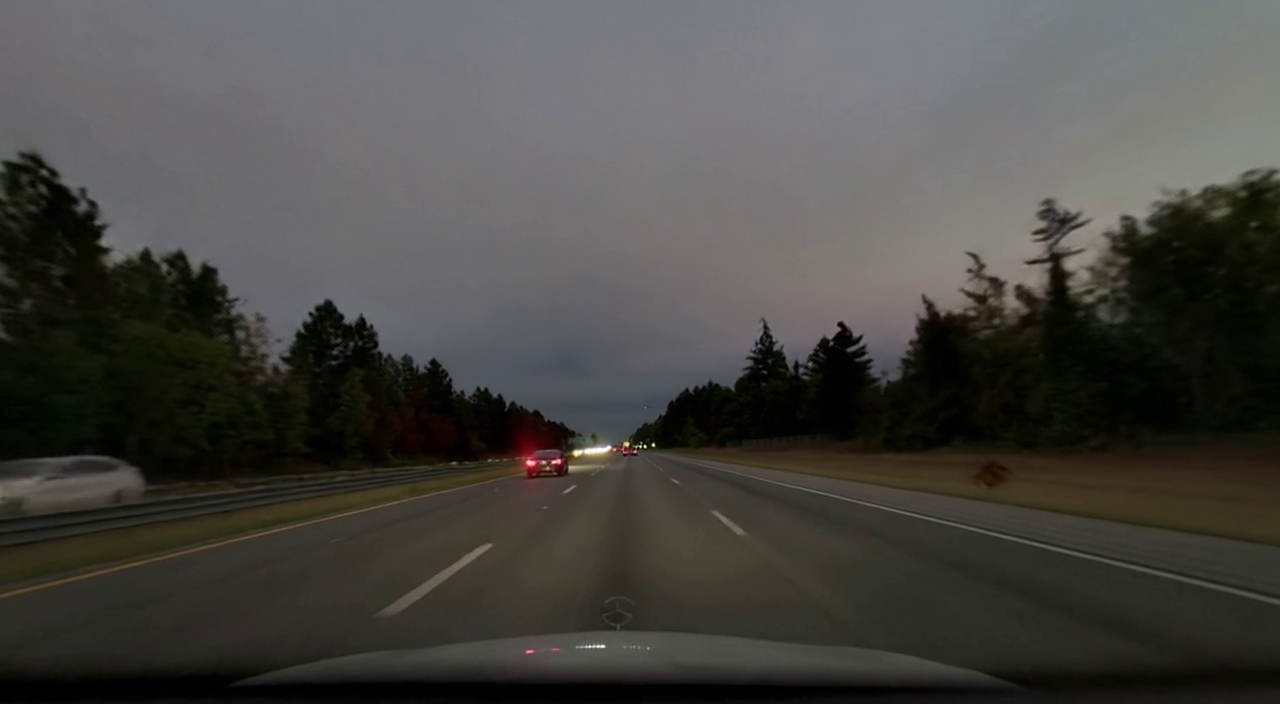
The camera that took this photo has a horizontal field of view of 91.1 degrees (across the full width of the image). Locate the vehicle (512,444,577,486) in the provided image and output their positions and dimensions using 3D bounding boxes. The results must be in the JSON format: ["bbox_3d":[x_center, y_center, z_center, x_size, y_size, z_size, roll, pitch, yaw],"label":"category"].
[{"bbox_3d":[-3.726,4.472,25.196,1.970,1.492,3.944,0,-9,0],"label":"vehicle"}]
